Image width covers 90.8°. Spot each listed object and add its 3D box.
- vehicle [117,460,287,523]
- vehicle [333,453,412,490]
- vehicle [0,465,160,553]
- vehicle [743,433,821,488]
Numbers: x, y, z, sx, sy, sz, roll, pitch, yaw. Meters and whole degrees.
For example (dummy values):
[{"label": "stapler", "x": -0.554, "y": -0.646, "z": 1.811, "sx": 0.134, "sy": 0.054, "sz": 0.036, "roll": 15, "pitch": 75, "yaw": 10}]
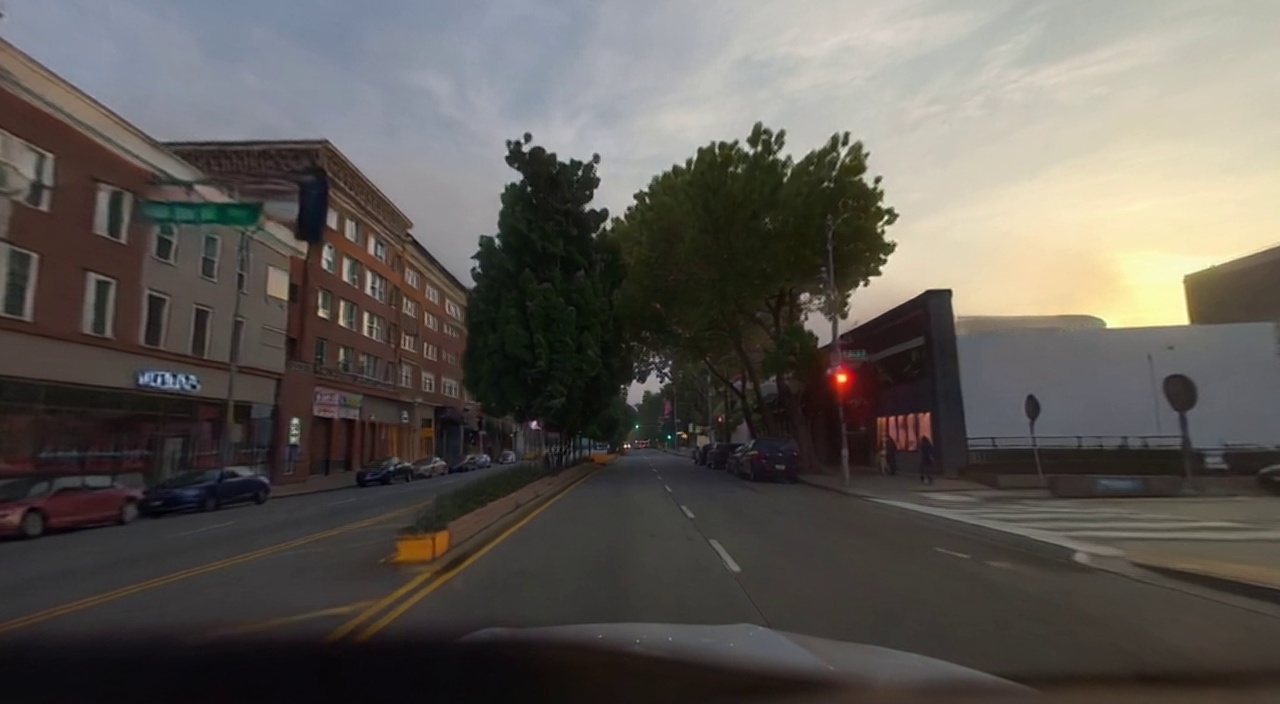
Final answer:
[{"label": "vehicle", "x": -12.380, "y": 3.916, "z": 18.288, "sx": 1.842, "sy": 1.461, "sz": 4.371, "roll": 0, "pitch": -8, "yaw": -2}, {"label": "vehicle", "x": -12.385, "y": 5.523, "z": 29.560, "sx": 1.804, "sy": 1.533, "sz": 4.121, "roll": 0, "pitch": -8, "yaw": 1}, {"label": "vehicle", "x": -12.587, "y": 3.131, "z": 12.925, "sx": 1.945, "sy": 1.451, "sz": 4.522, "roll": 0, "pitch": -8, "yaw": 1}, {"label": "vehicle", "x": 5.628, "y": 4.350, "z": 25.632, "sx": 2.010, "sy": 1.943, "sz": 4.319, "roll": -2, "pitch": -9, "yaw": -1}]
